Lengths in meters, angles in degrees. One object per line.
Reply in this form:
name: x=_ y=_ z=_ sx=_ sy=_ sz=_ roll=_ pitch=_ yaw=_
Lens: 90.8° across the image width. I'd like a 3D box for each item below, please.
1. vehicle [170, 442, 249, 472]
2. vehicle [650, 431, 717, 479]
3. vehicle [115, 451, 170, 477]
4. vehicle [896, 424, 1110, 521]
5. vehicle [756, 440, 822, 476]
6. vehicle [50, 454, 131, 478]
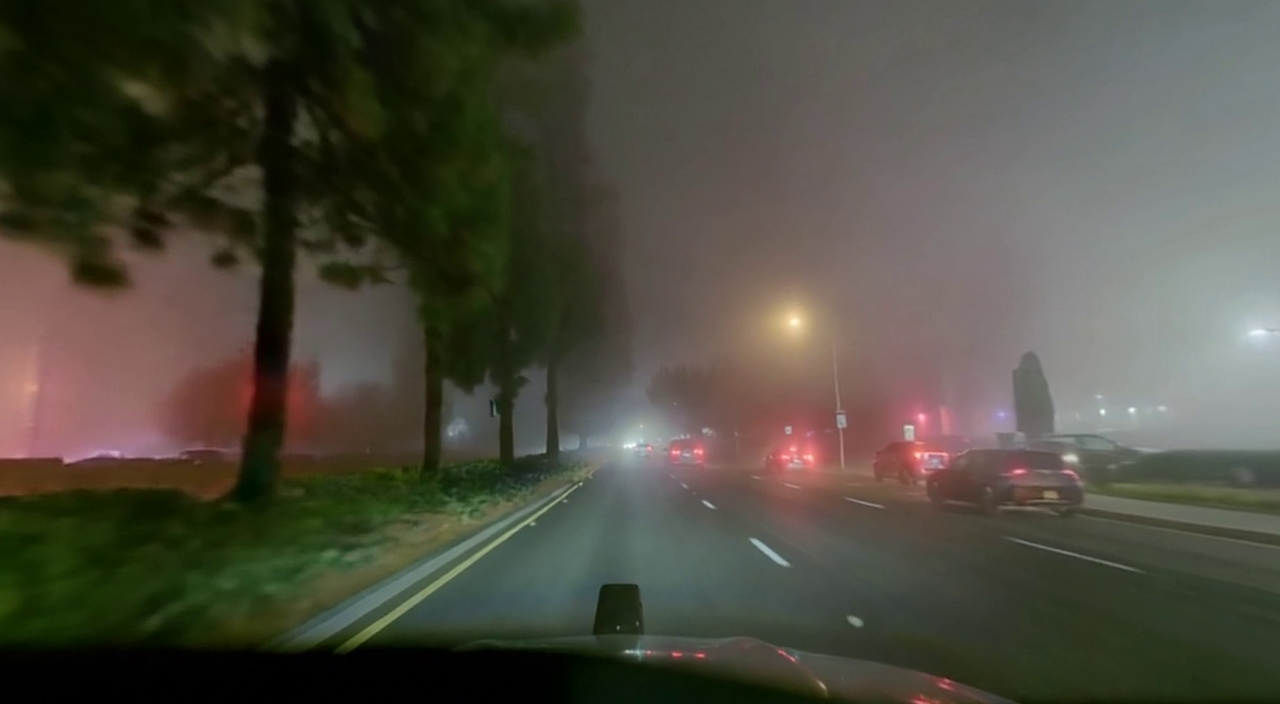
vehicle: x=-29.964 y=7.281 z=44.063 sx=3.883 sy=1.989 sz=2.208 roll=-1 pitch=-9 yaw=6
vehicle: x=1.675 y=4.244 z=26.272 sx=2.227 sy=1.794 sz=4.457 roll=0 pitch=-8 yaw=-3
vehicle: x=-30.059 y=6.736 z=38.254 sx=1.779 sy=1.363 sz=4.265 roll=4 pitch=-9 yaw=-28
vehicle: x=7.363 y=2.468 z=13.443 sx=2.025 sy=1.719 sz=4.161 roll=0 pitch=-8 yaw=0
vehicle: x=7.062 y=5.062 z=30.456 sx=2.029 sy=1.548 sz=4.422 roll=0 pitch=-8 yaw=-1
vehicle: x=-34.780 y=7.196 z=40.124 sx=1.700 sy=1.337 sz=3.735 roll=0 pitch=-8 yaw=3
